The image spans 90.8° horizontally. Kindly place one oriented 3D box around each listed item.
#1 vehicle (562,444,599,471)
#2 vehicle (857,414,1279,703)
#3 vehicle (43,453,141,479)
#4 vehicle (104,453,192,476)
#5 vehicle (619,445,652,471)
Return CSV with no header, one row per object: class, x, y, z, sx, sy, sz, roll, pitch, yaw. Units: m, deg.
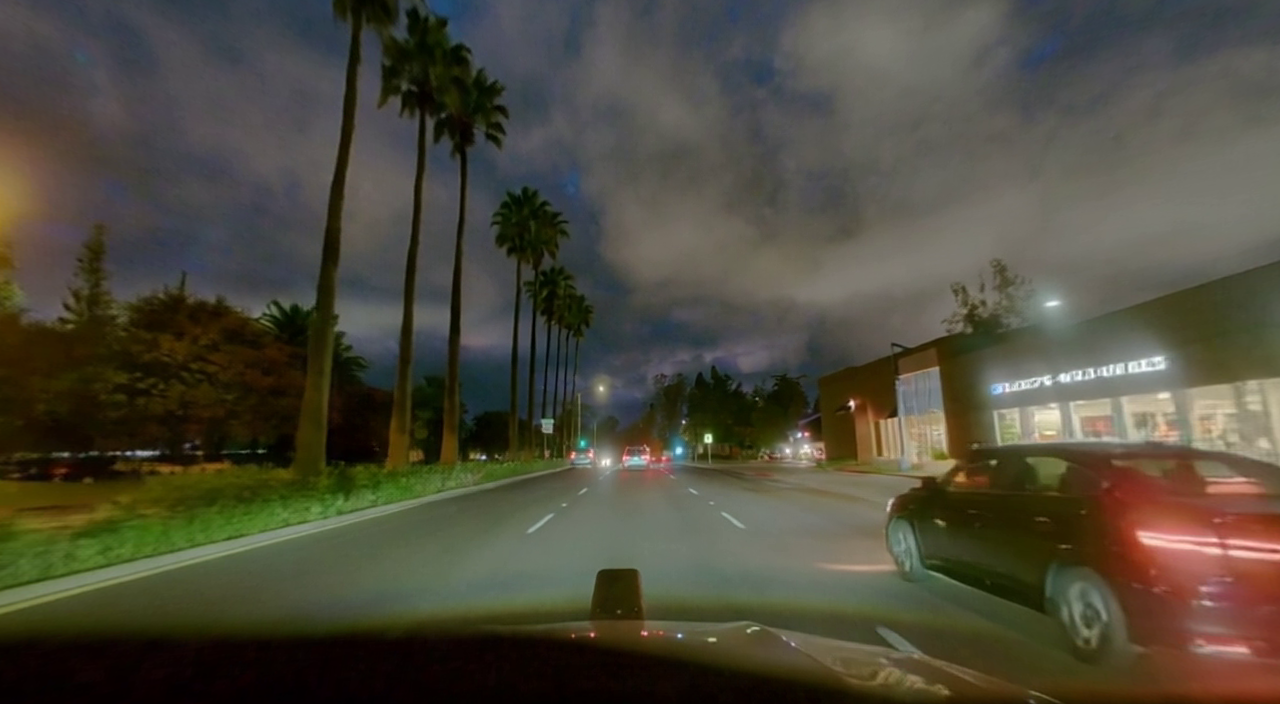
vehicle,-4.055,7.276,43.645,2.071,1.744,4.500,0,-9,0
vehicle,3.590,1.355,4.896,2.090,1.503,4.566,0,-9,-1
vehicle,-34.698,7.206,40.061,4.277,1.537,1.942,0,-9,-3
vehicle,-35.089,7.995,45.166,4.515,1.552,2.036,0,-9,-1
vehicle,-0.317,7.086,42.299,2.102,1.653,3.698,0,-9,-2
